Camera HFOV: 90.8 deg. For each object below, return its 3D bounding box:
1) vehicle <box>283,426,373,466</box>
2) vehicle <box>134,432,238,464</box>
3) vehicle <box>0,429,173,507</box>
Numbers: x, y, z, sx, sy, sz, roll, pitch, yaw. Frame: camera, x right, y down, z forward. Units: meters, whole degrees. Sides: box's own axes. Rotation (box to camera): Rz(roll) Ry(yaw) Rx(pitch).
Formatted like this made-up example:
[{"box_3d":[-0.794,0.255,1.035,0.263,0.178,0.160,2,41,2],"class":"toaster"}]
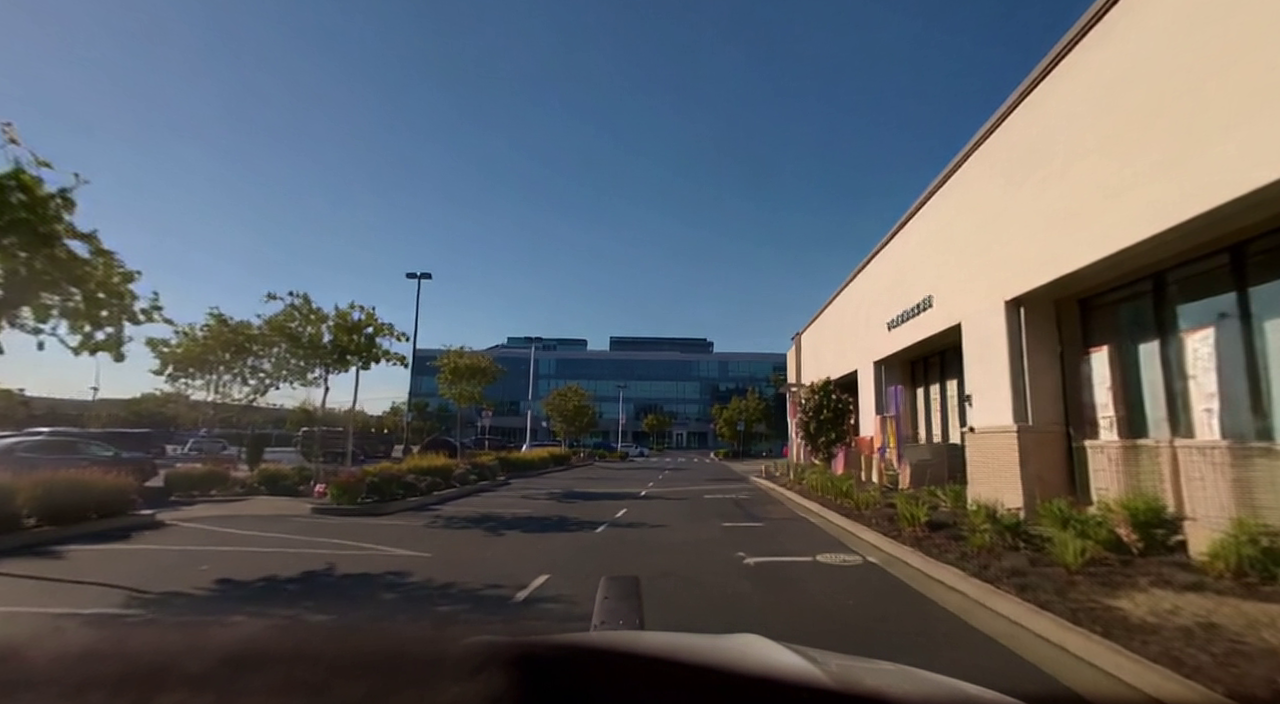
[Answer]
[{"box_3d":[-16.057,4.890,32.840,1.972,1.923,4.535,-1,-8,6],"class":"vehicle"},{"box_3d":[-23.897,5.073,33.509,1.876,1.591,4.470,-1,-8,6],"class":"vehicle"},{"box_3d":[-12.692,2.406,13.428,1.847,1.443,4.484,-1,-8,5],"class":"vehicle"}]
